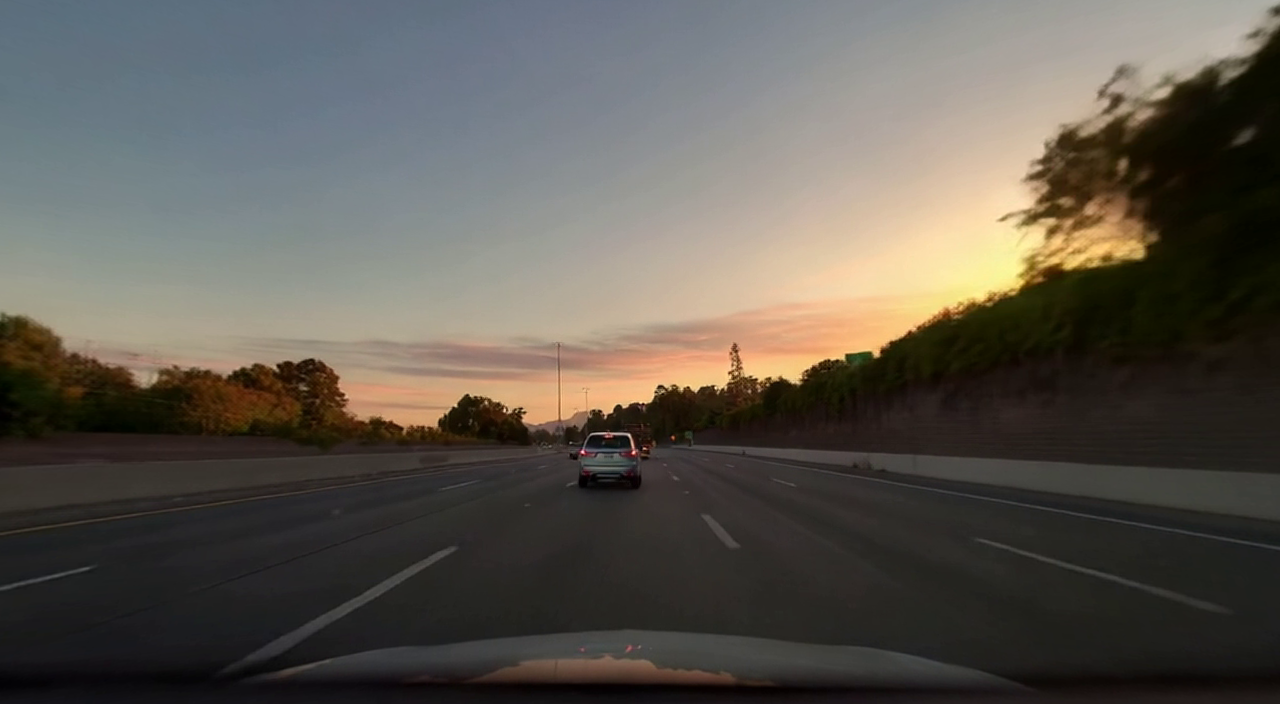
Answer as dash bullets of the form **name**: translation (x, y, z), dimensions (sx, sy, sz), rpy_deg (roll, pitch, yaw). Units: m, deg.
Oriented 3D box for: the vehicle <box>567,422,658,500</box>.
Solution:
- **vehicle**: translation (-0.603, 2.868, 16.977), dimensions (2.114, 1.787, 4.365), rpy_deg (0, -8, 1)
